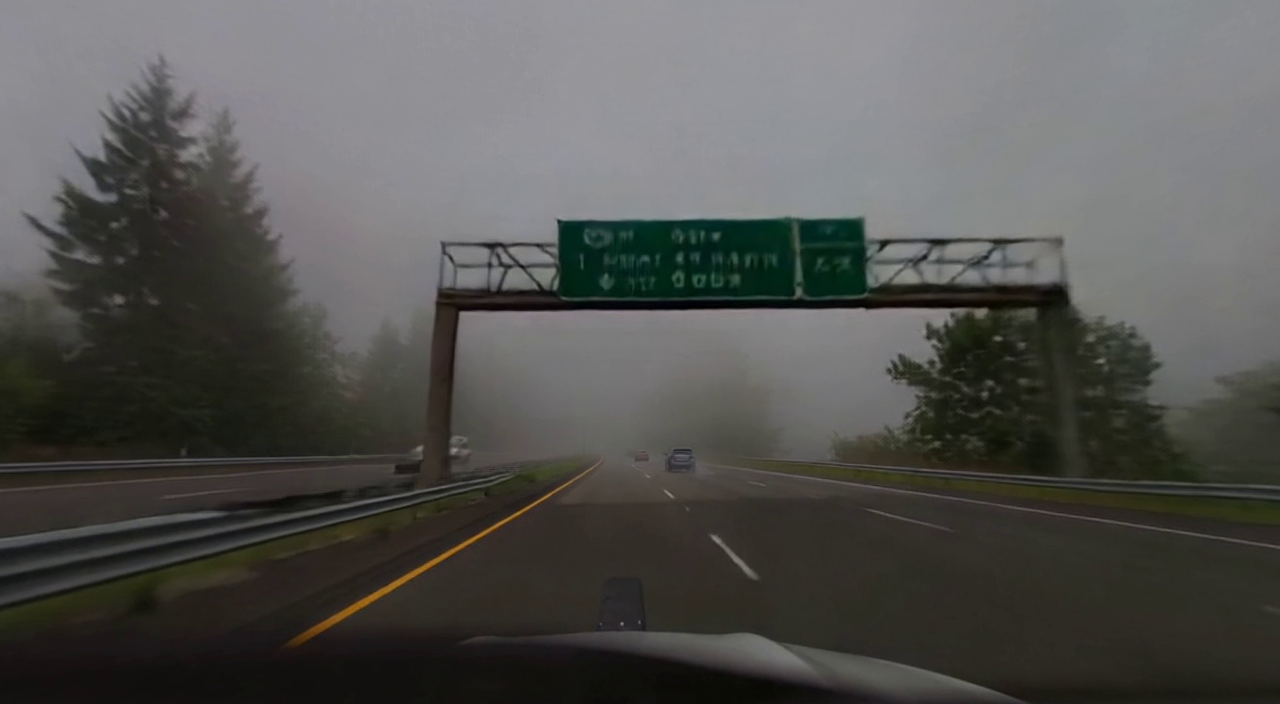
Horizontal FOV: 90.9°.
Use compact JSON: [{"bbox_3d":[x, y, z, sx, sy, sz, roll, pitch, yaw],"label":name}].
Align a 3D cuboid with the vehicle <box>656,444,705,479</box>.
[{"bbox_3d":[1.890,5.282,30.694,2.011,1.590,3.607,0,-9,-2],"label":"vehicle"}]
